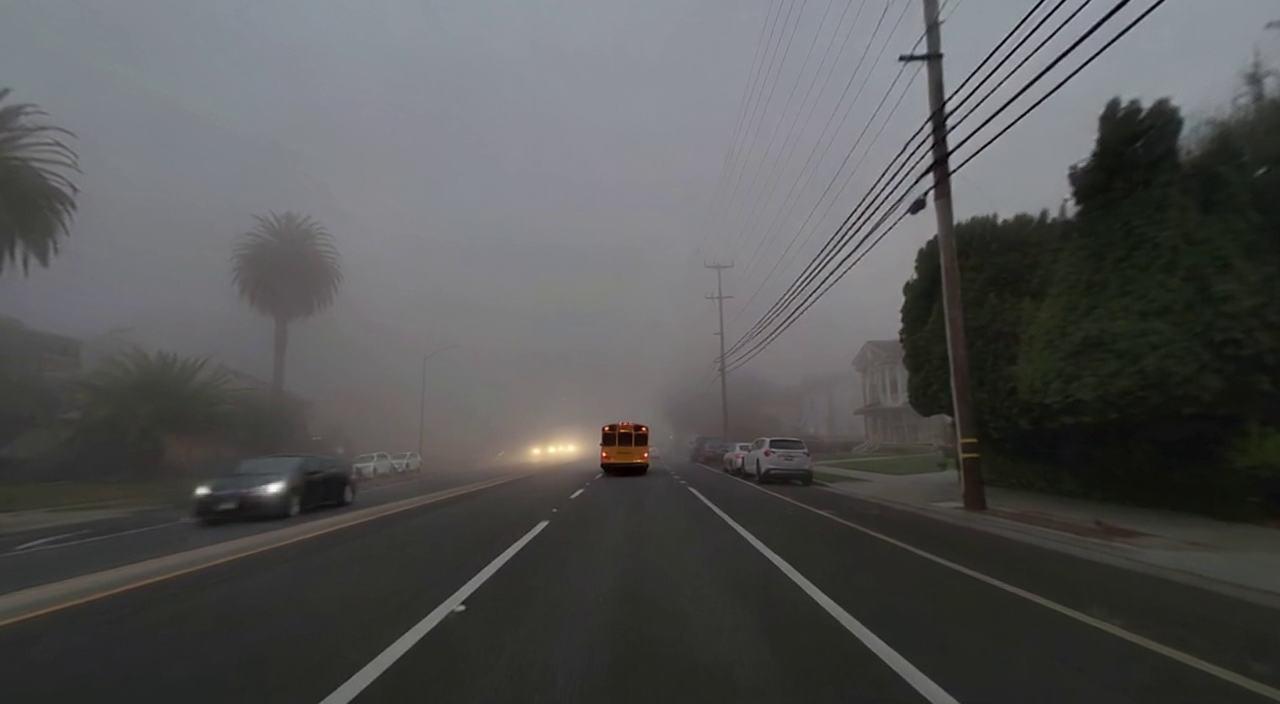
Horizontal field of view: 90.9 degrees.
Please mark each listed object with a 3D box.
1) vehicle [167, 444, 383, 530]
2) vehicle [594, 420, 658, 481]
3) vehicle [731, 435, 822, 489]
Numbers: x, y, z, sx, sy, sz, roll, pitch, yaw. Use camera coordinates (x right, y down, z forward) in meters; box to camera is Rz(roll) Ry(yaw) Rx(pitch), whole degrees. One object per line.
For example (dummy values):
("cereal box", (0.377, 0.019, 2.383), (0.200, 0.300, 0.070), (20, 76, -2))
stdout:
("vehicle", (-7.143, 2.630, 13.012), (1.844, 1.453, 4.414), (0, -8, 0))
("vehicle", (-0.617, 3.669, 23.715), (2.168, 2.040, 4.527), (0, -8, -3))
("vehicle", (4.289, 3.514, 20.493), (1.946, 1.530, 4.240), (0, -8, -1))
